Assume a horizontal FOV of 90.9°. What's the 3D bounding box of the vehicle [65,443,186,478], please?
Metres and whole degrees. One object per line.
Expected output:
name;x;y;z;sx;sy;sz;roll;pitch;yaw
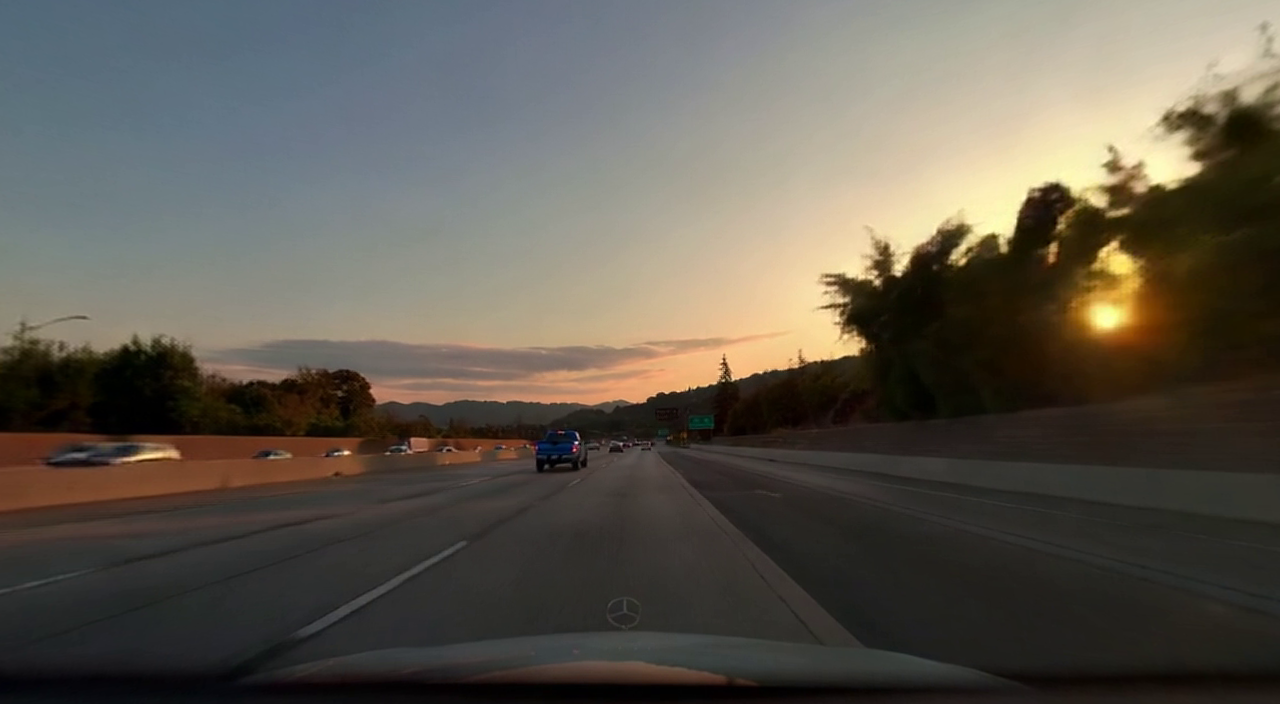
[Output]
vehicle;-25.489;5.367;31.487;1.968;1.574;4.754;0;-8;0

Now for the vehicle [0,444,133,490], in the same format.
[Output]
vehicle;-29.327;5.640;31.447;2.406;2.020;6.641;0;-8;1

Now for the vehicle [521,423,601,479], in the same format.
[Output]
vehicle;-3.298;4.360;27.893;2.604;2.170;6.271;0;-8;1
